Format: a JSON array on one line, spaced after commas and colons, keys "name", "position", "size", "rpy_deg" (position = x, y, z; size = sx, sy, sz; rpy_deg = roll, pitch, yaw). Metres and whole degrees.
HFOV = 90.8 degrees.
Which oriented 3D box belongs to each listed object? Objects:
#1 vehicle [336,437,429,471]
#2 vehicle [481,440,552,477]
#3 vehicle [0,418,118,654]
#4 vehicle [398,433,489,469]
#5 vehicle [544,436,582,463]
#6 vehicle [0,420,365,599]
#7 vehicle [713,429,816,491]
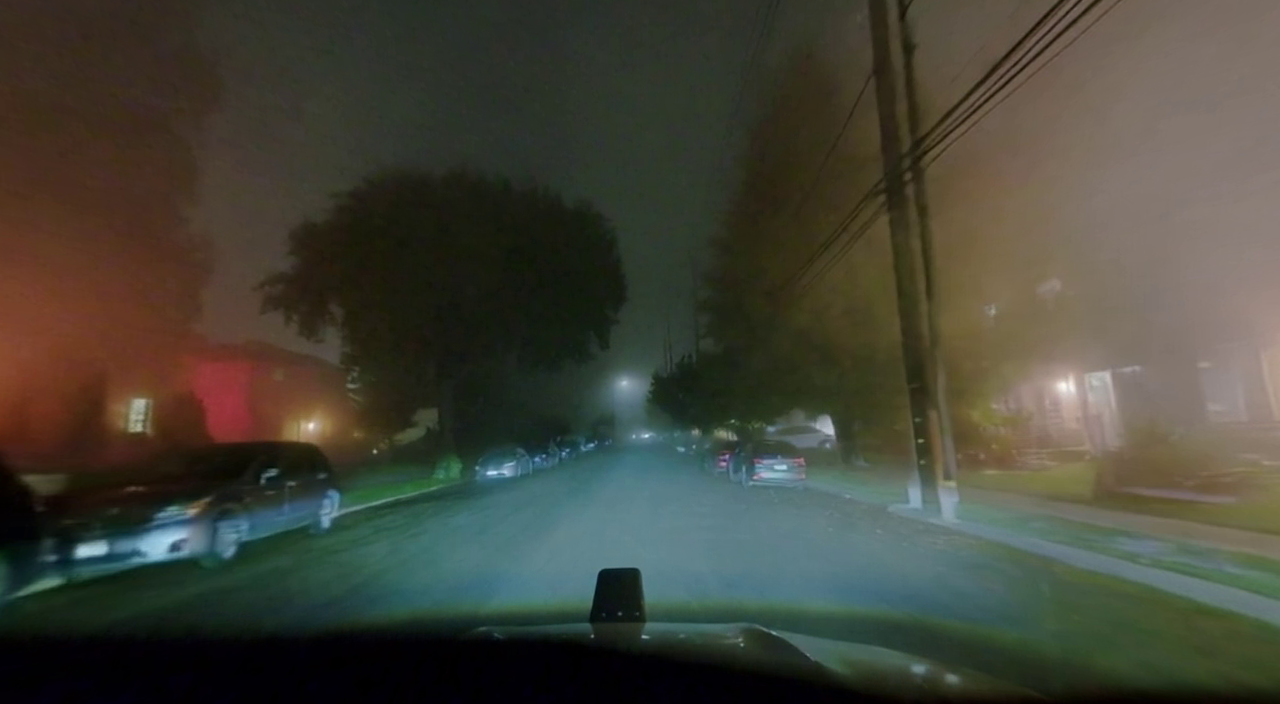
[{"name": "vehicle", "position": [-15.727, 6.210, 38.677], "size": [4.747, 1.899, 2.181], "rpy_deg": [-1, -7, 13]}, {"name": "vehicle", "position": [-5.731, 5.021, 29.904], "size": [2.199, 1.439, 4.757], "rpy_deg": [-4, -9, 2]}, {"name": "vehicle", "position": [-5.812, 1.239, 3.733], "size": [2.035, 1.736, 3.955], "rpy_deg": [-2, -10, 0]}, {"name": "vehicle", "position": [-12.635, 6.434, 40.903], "size": [5.096, 2.213, 2.354], "rpy_deg": [1, -10, -3]}, {"name": "vehicle", "position": [-5.657, 7.238, 46.806], "size": [2.118, 1.753, 4.377], "rpy_deg": [-4, -9, 1]}, {"name": "vehicle", "position": [-5.852, 1.993, 8.936], "size": [1.989, 1.756, 4.378], "rpy_deg": [-4, -8, 0]}, {"name": "vehicle", "position": [3.736, 3.318, 19.878], "size": [2.247, 1.618, 4.655], "rpy_deg": [2, -8, 0]}]
